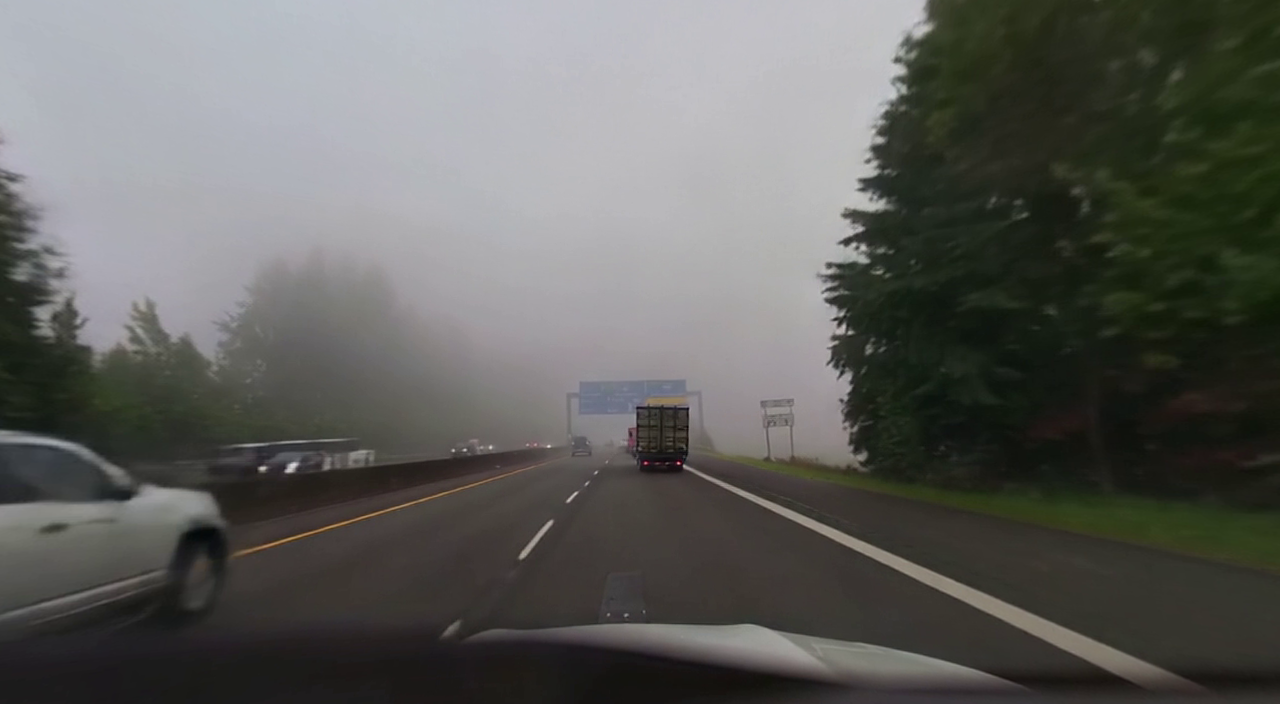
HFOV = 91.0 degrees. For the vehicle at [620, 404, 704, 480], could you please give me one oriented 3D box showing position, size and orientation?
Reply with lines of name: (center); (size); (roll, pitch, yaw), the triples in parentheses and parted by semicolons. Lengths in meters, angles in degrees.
vehicle: (0.613, 3.362, 23.625); (2.677, 2.439, 6.402); (0, -8, -2)
